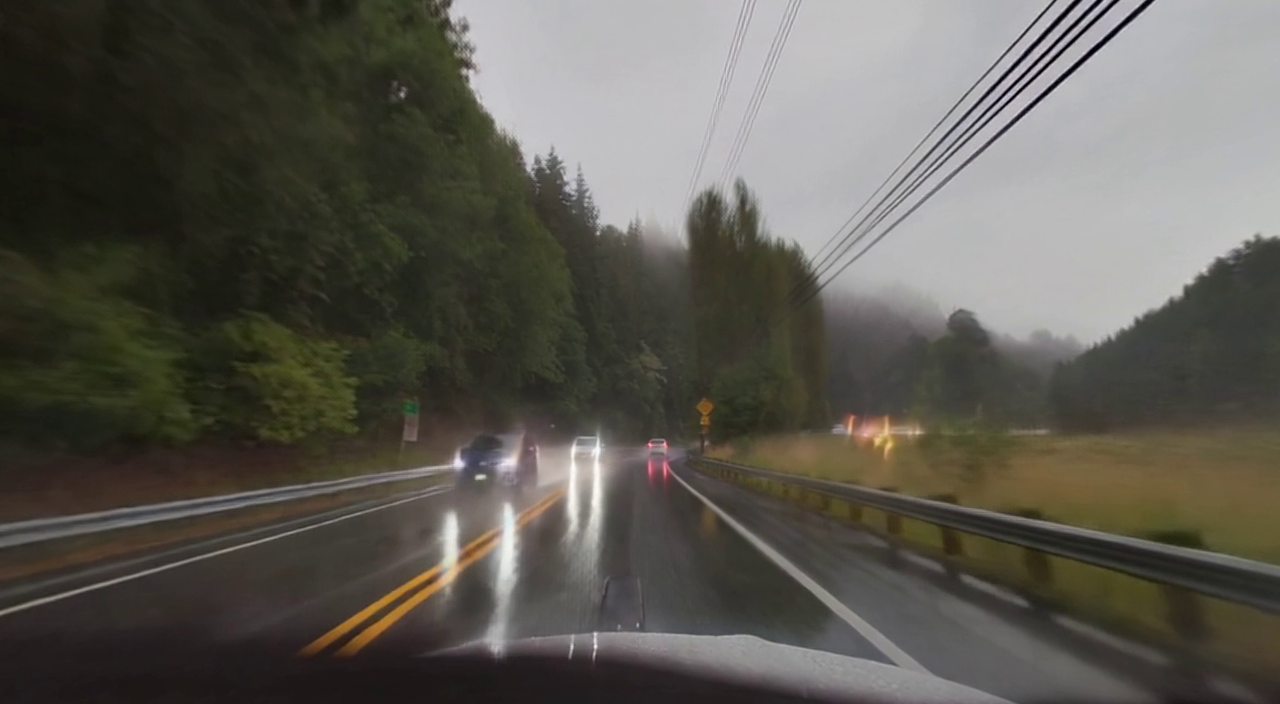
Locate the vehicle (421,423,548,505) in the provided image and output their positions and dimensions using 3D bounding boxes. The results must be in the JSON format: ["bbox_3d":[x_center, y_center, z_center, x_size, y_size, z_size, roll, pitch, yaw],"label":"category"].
[{"bbox_3d":[-3.815,2.853,16.514,2.120,1.821,4.650,0,-8,0],"label":"vehicle"}]

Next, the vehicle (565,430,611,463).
[{"bbox_3d":[-3.291,6.186,41.197,2.343,1.998,4.973,-1,-8,3],"label":"vehicle"}]
